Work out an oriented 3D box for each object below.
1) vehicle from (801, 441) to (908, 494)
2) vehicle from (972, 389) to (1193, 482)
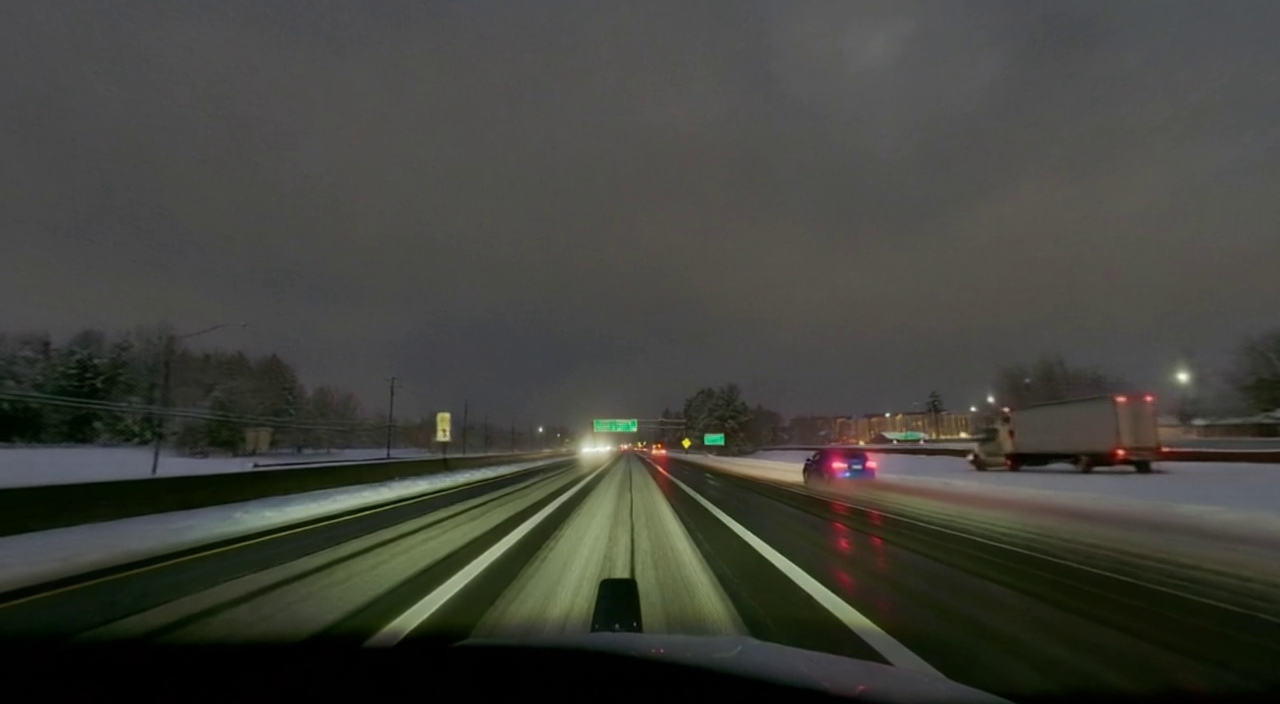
[{"bbox_3d":[6.906,3.737,20.925,1.958,1.498,4.447,0,-8,0],"label":"vehicle"},{"bbox_3d":[20.728,4.165,30.945,2.841,3.731,10.555,0,-9,-2],"label":"vehicle"}]
